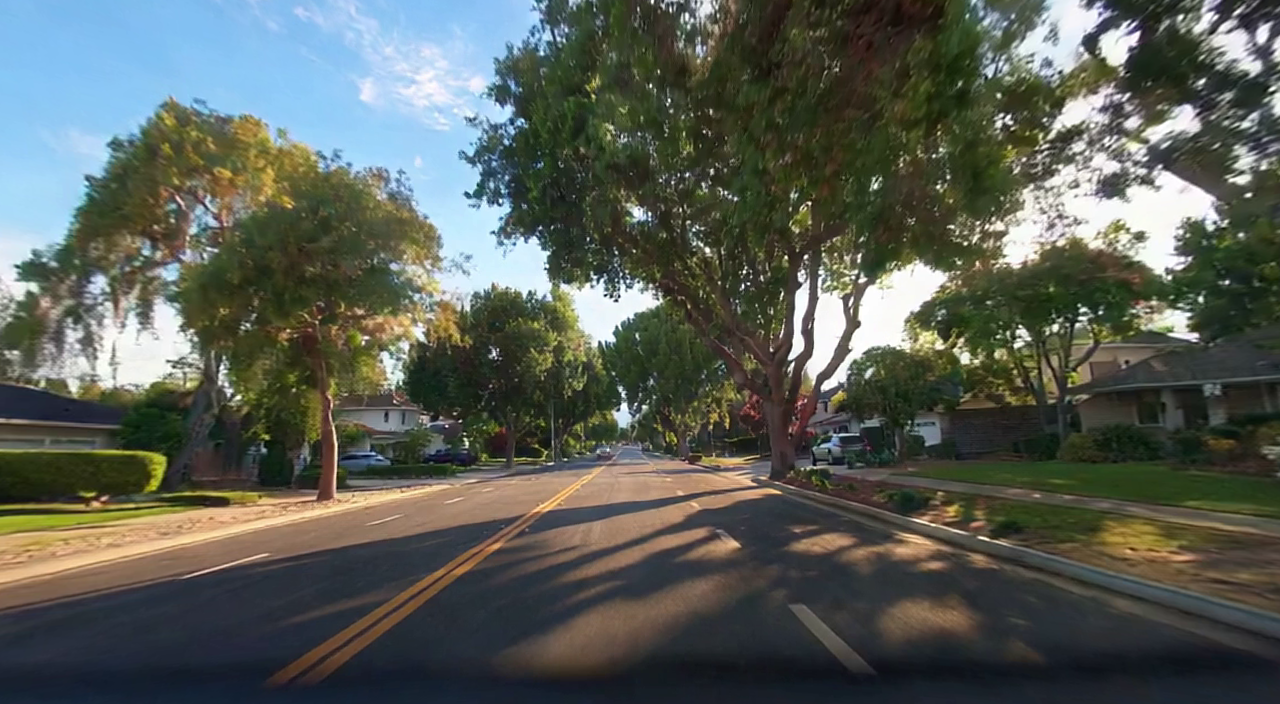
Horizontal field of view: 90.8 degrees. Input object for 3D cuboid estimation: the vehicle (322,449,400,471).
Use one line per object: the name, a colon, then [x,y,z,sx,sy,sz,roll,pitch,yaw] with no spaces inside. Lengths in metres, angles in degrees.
vehicle: [-19.474,7.552,44.218,4.459,1.432,1.979,0,-9,-1]

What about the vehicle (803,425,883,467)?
vehicle: [10.676,5.024,33.754,2.305,2.042,5.711,0,-8,0]
